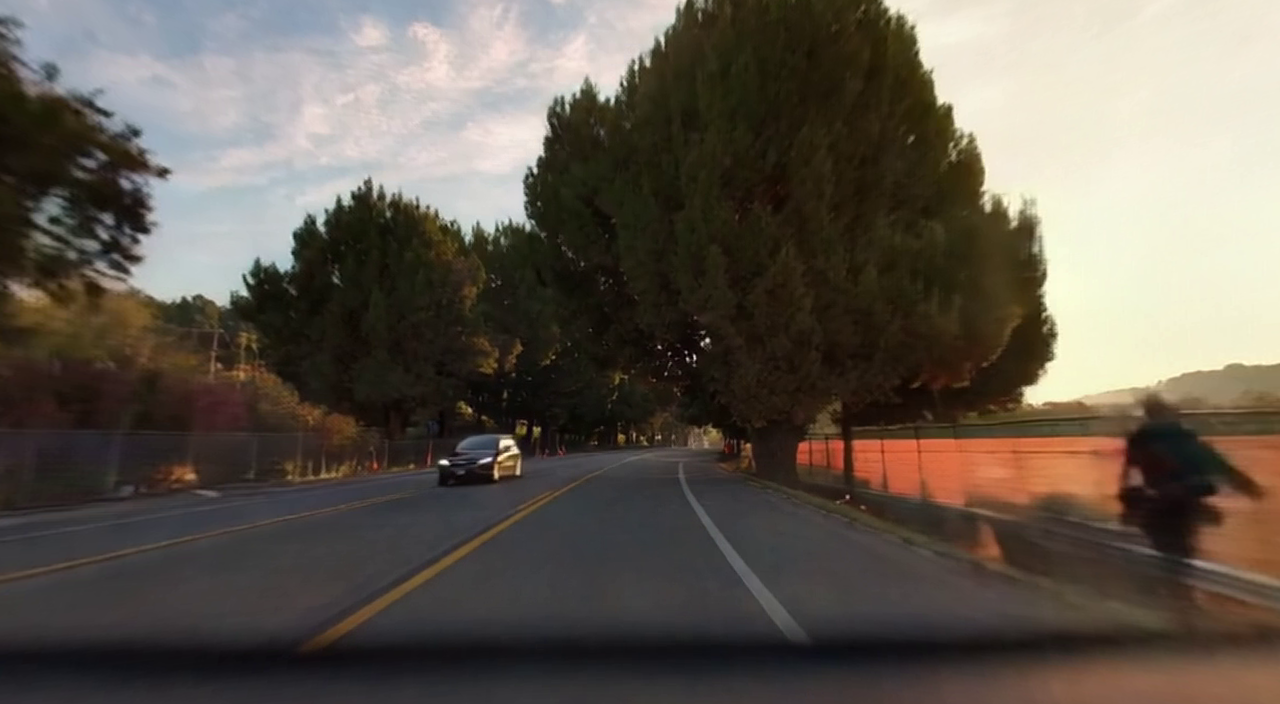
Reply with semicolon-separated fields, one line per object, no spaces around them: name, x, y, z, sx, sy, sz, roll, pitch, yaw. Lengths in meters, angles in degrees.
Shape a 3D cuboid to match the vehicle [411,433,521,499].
vehicle;-4.466;2.967;16.829;1.737;1.525;3.760;0;-8;2
